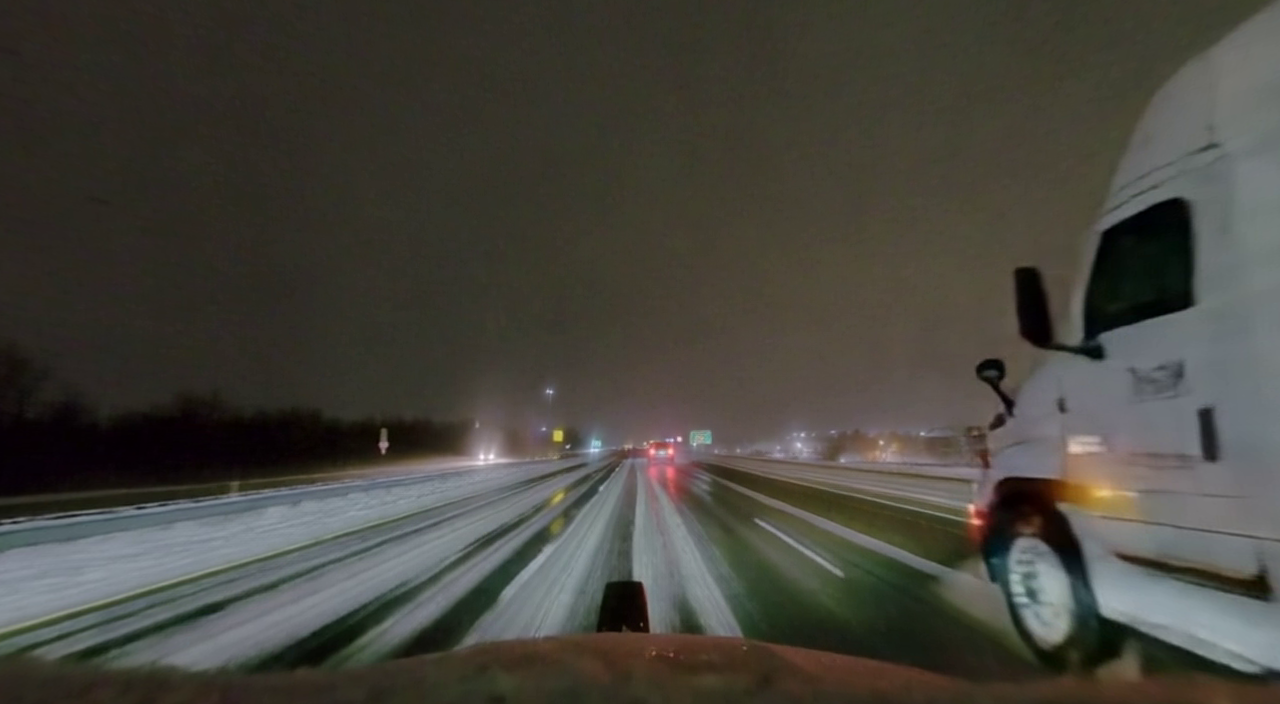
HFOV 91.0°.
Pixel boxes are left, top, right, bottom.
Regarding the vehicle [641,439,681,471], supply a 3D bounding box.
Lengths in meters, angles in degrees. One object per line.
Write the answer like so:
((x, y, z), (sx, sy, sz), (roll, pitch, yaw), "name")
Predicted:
((1.086, 5.679, 34.828), (2.050, 1.654, 4.192), (0, -8, 0), "vehicle")
